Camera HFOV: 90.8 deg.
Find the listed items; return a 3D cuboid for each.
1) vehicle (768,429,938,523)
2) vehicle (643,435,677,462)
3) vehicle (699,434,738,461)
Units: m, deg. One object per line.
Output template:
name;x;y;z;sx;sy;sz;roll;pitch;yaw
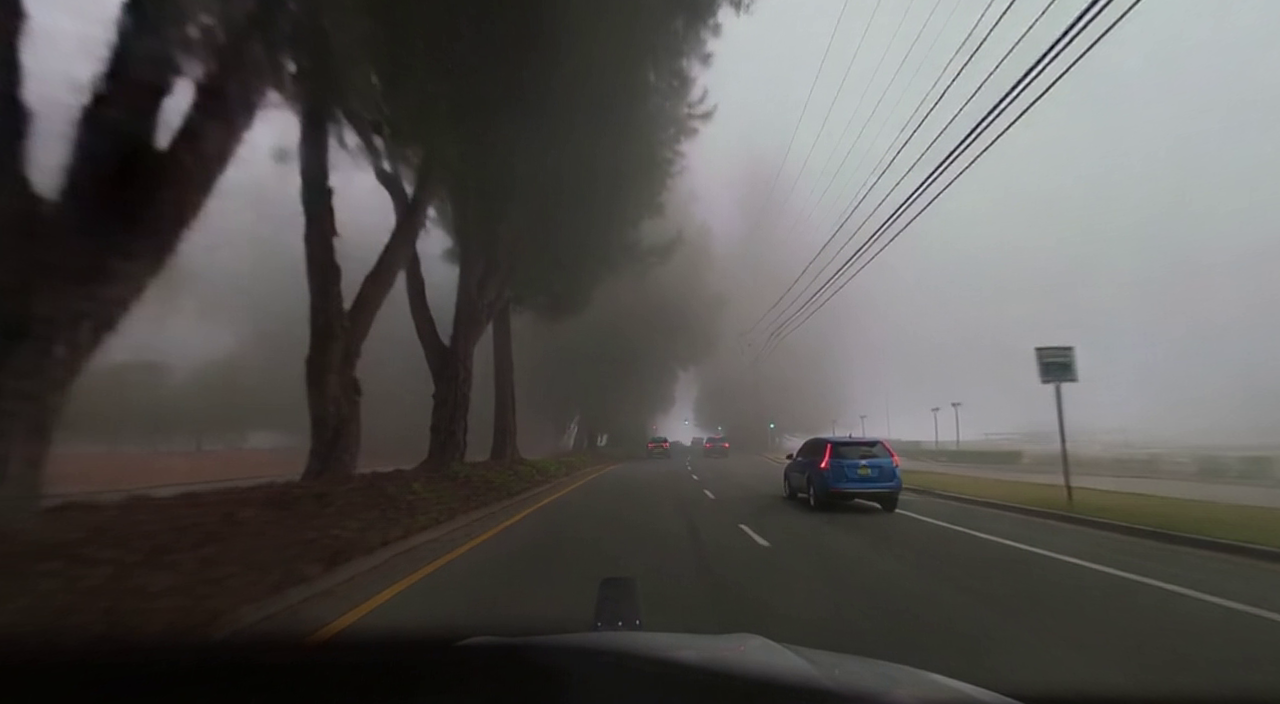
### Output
vehicle;3.939;2.358;12.563;1.881;1.512;4.294;-1;-9;0
vehicle;1.420;6.622;43.451;2.163;1.746;4.073;-1;-9;4
vehicle;5.555;6.856;45.438;2.254;1.840;4.918;-1;-9;1
